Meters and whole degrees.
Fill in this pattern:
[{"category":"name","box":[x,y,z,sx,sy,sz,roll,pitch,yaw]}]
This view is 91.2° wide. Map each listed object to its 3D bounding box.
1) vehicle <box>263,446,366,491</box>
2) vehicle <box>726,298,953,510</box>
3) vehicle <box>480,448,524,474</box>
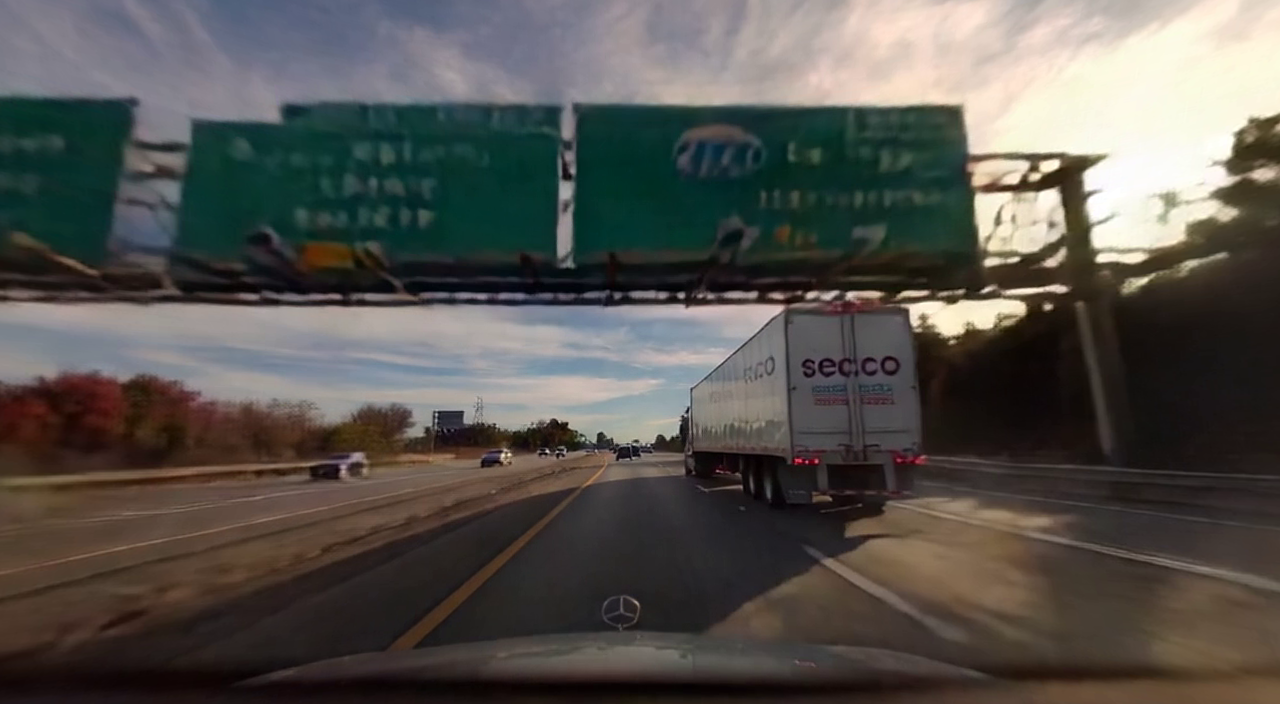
[{"category":"vehicle","box":[-13.806,4.922,26.950,2.038,1.718,4.474,0,-9,-1]},{"category":"vehicle","box":[4.229,1.545,15.816,2.892,3.928,8.380,-1,-9,0]},{"category":"vehicle","box":[-9.137,7.219,41.737,1.978,1.570,4.487,0,-9,-1]}]
